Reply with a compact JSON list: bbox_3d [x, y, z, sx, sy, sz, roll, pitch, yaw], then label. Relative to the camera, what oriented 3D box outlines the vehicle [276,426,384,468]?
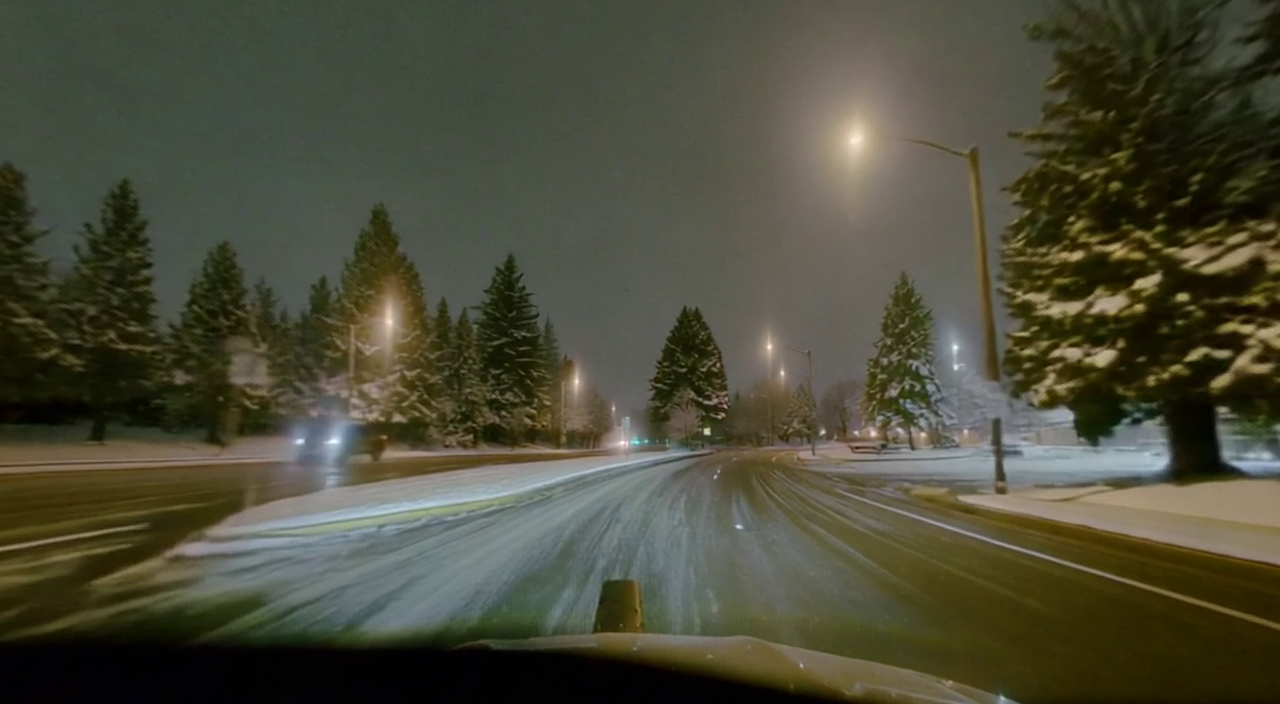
[{"bbox_3d":[-13.395,4.143,27.567,1.995,1.658,4.542,-1,-9,7],"label":"vehicle"}]

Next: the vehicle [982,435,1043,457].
[{"bbox_3d":[26.876,6.772,45.422,4.456,1.489,1.963,6,-10,-33],"label":"vehicle"}]

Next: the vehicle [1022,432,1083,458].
[{"bbox_3d":[31.830,7.138,48.536,4.598,1.493,1.951,-1,-6,-31],"label":"vehicle"}]

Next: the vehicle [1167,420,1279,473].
[{"bbox_3d":[26.538,4.022,27.189,2.271,2.010,5.139,0,-5,-31],"label":"vehicle"}]
